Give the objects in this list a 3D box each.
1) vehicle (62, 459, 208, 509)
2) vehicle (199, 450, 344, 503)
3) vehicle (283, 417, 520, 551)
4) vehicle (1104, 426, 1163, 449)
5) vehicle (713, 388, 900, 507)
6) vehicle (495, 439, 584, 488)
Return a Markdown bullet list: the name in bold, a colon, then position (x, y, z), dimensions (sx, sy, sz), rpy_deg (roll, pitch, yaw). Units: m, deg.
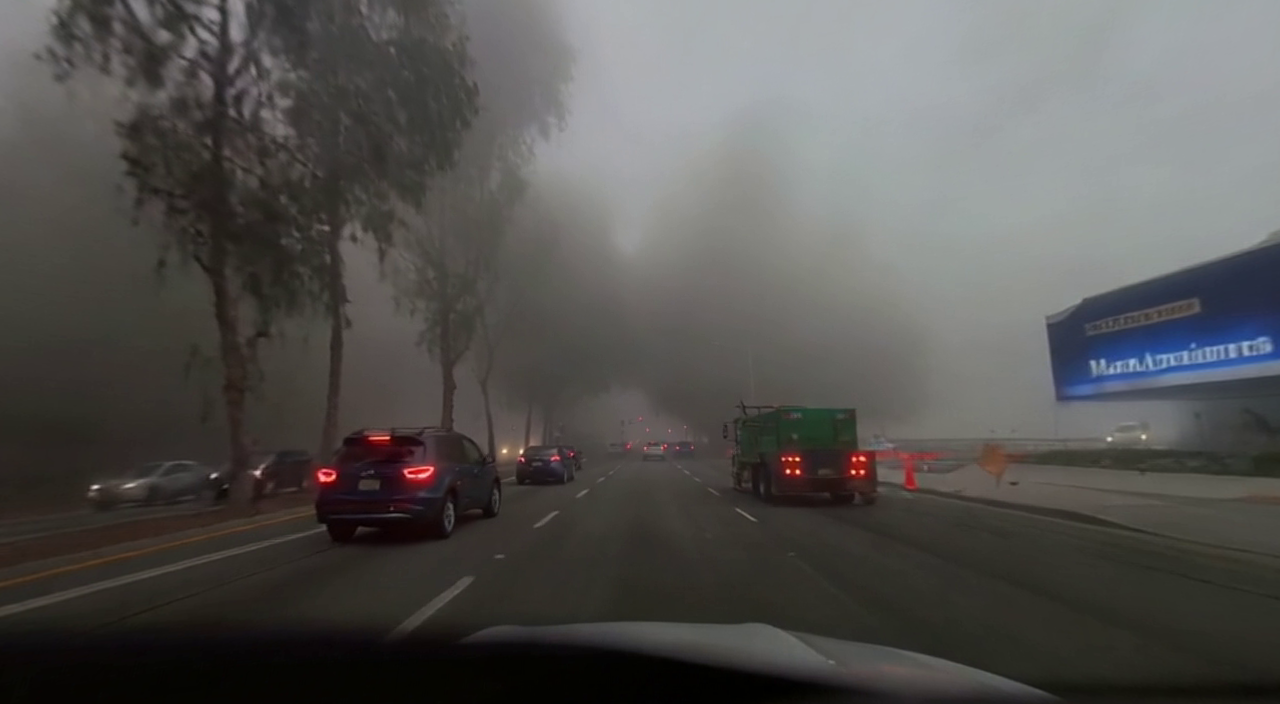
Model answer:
- **vehicle**: position (-19.641, 5.109, 24.847), dimensions (1.874, 1.671, 4.568), rpy_deg (0, -8, 1)
- **vehicle**: position (-12.036, 4.057, 21.039), dimensions (1.910, 1.509, 4.722), rpy_deg (0, -8, 1)
- **vehicle**: position (-3.458, 2.000, 10.263), dimensions (2.038, 1.682, 4.399), rpy_deg (0, -8, 1)
- **vehicle**: position (36.098, 6.281, 46.227), dimensions (1.999, 1.564, 3.899), rpy_deg (-2, -9, 16)
- **vehicle**: position (3.915, 2.570, 17.125), dimensions (2.760, 2.465, 7.936), rpy_deg (0, -8, -1)
- **vehicle**: position (-3.303, 3.777, 21.756), dimensions (2.107, 1.482, 4.674), rpy_deg (0, -8, 2)
